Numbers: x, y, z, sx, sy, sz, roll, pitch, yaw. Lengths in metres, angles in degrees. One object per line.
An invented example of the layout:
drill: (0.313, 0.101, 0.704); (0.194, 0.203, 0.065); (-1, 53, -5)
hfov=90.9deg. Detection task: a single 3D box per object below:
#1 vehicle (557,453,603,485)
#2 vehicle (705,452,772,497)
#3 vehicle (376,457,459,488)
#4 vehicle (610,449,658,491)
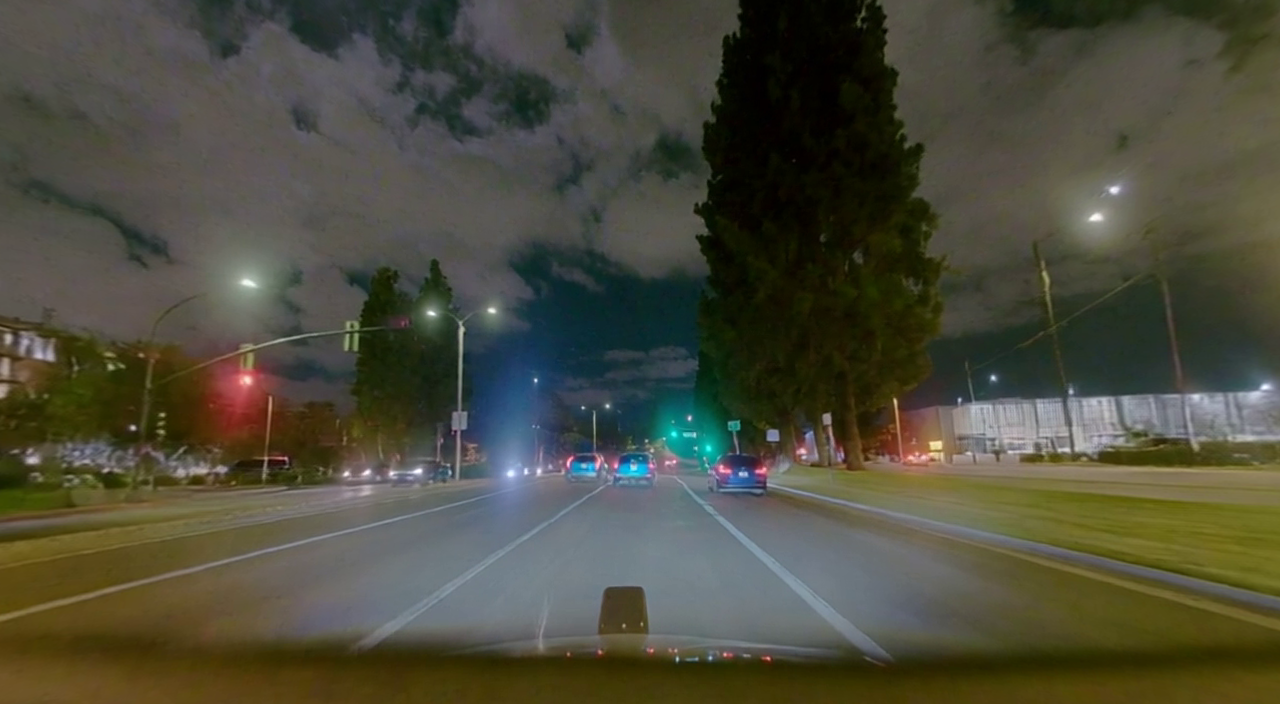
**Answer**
vehicle: (-3.415, 6.741, 36.610); (2.047, 1.710, 4.314); (0, -9, 2)
vehicle: (3.716, 4.664, 24.446); (1.847, 1.554, 4.052); (0, -9, -1)
vehicle: (-13.778, 7.464, 39.264); (4.526, 1.832, 1.894); (1, -9, -7)
vehicle: (-0.245, 5.273, 28.570); (2.022, 1.700, 4.084); (0, -9, 0)
